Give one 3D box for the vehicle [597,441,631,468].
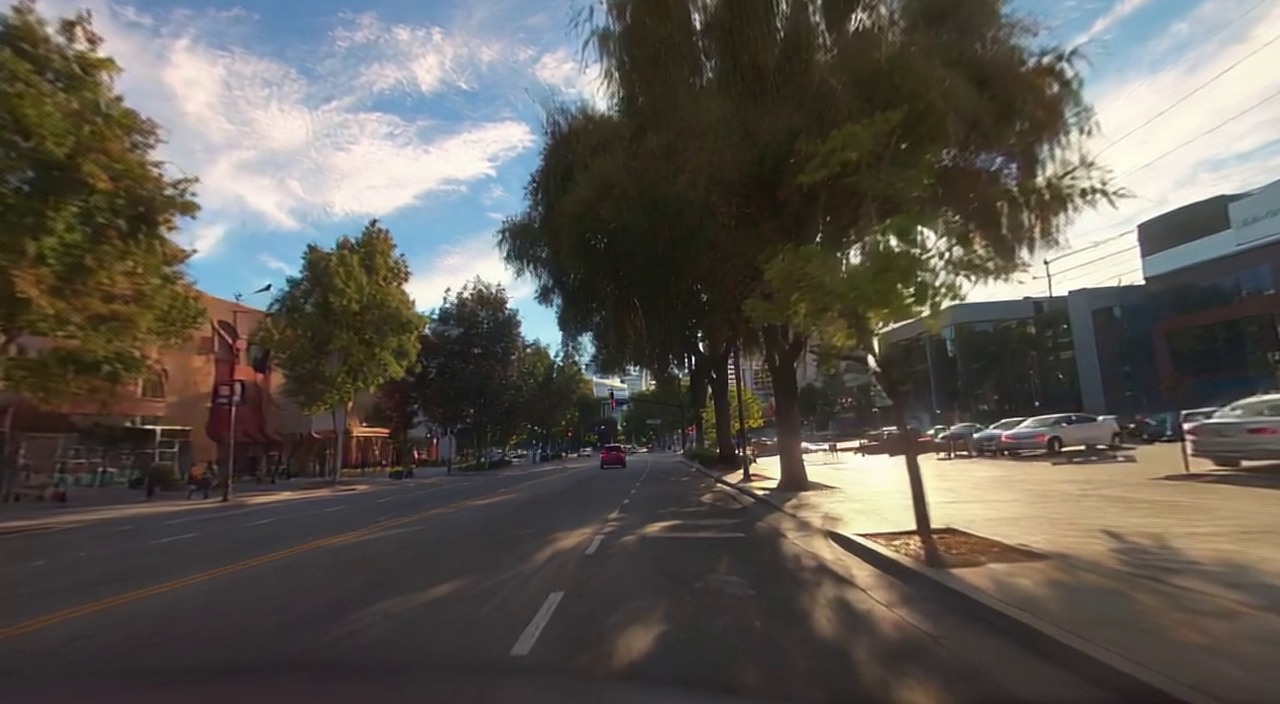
[{"bbox_3d":[-1.744,7.169,44.374,2.101,1.721,4.364,0,-8,2],"label":"vehicle"}]
